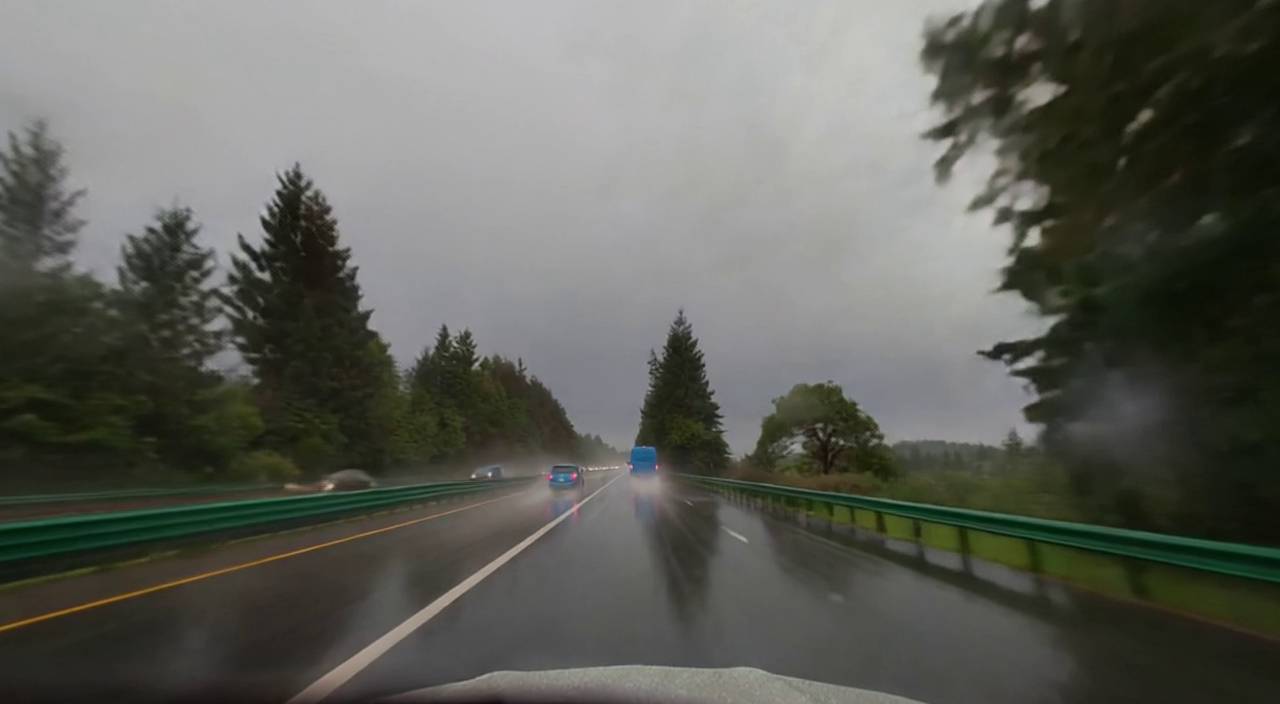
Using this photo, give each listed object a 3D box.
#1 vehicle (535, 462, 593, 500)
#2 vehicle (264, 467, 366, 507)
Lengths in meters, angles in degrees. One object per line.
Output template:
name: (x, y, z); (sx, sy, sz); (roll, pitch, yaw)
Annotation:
vehicle: (-3.281, 5.694, 27.918); (2.038, 1.490, 4.391); (1, -11, 0)
vehicle: (-12.278, 5.107, 24.102); (1.782, 1.376, 3.933); (1, -11, -1)
